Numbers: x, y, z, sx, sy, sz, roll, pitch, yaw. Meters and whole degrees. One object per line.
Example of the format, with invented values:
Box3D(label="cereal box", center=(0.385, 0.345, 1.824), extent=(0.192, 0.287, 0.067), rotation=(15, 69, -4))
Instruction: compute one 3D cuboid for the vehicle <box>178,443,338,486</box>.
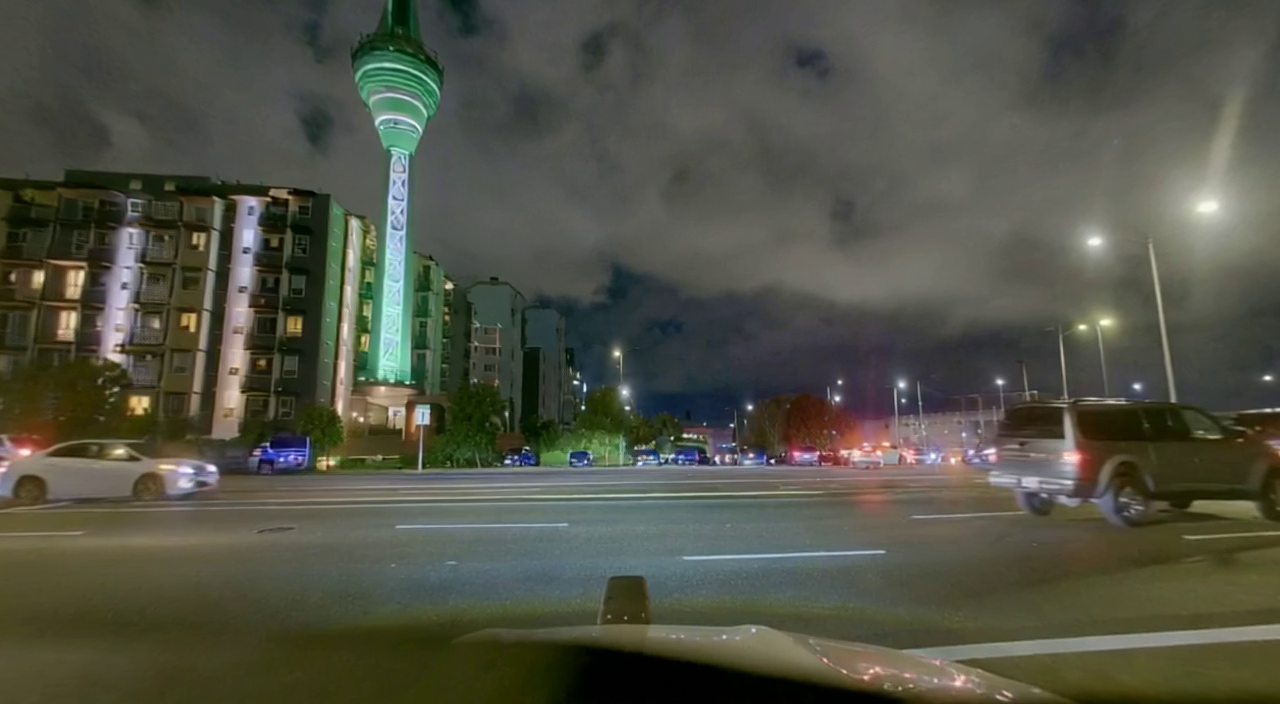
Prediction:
Box3D(label="vehicle", center=(-13.697, 4.035, 22.883), extent=(4.513, 1.451, 1.853), rotation=(1, -9, -8))

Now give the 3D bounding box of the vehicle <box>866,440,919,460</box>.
Box3D(label="vehicle", center=(19.808, 7.738, 49.643), extent=(2.133, 1.494, 4.108), rotation=(1, -8, -5))

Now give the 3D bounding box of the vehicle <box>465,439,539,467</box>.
Box3D(label="vehicle", center=(-10.171, 7.459, 46.568), extent=(4.920, 1.956, 1.865), rotation=(-2, -9, 14))

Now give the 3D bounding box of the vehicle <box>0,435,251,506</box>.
Box3D(label="vehicle", center=(-12.044, 2.654, 14.441), extent=(4.818, 1.470, 1.989), rotation=(1, -9, -8))

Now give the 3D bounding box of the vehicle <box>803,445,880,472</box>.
Box3D(label="vehicle", center=(12.764, 6.730, 39.960), extent=(4.215, 1.575, 1.884), rotation=(2, -9, -11))

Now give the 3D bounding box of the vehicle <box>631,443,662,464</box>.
Box3D(label="vehicle", center=(0.434, 7.580, 47.135), extent=(1.845, 1.509, 3.855), rotation=(1, -9, -6))

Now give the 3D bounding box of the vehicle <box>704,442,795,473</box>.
Box3D(label="vehicle", center=(6.678, 6.474, 38.733), extent=(5.127, 1.803, 2.011), rotation=(1, -9, -9))

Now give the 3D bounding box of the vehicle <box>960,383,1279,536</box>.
Box3D(label="vehicle", center=(8.236, 1.678, 10.175), extent=(4.885, 2.081, 2.342), rotation=(1, -9, -9))
